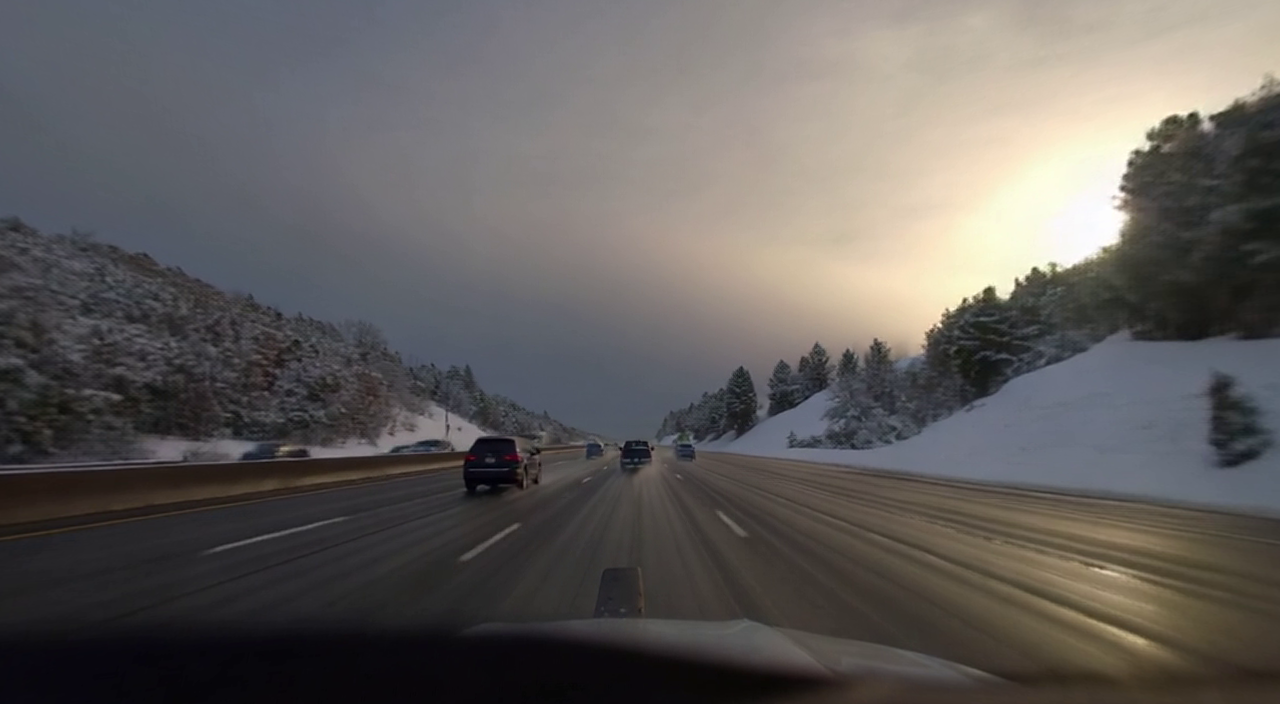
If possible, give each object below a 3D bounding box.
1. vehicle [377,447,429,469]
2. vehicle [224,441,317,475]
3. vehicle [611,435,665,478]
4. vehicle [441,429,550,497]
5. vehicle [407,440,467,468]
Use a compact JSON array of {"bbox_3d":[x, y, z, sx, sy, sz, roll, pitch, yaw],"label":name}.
[{"bbox_3d":[-16.393,7.307,43.822,1.875,1.440,4.412,0,-8,0],"label":"vehicle"},{"bbox_3d":[-23.362,6.694,40.255,2.254,1.961,5.952,0,-8,1],"label":"vehicle"},{"bbox_3d":[-0.067,4.417,26.857,2.086,1.685,4.206,0,-8,0],"label":"vehicle"},{"bbox_3d":[-3.933,3.112,18.000,2.076,1.690,4.113,0,-8,1],"label":"vehicle"},{"bbox_3d":[-12.361,6.252,38.753,1.921,1.577,4.913,0,-8,1],"label":"vehicle"}]
